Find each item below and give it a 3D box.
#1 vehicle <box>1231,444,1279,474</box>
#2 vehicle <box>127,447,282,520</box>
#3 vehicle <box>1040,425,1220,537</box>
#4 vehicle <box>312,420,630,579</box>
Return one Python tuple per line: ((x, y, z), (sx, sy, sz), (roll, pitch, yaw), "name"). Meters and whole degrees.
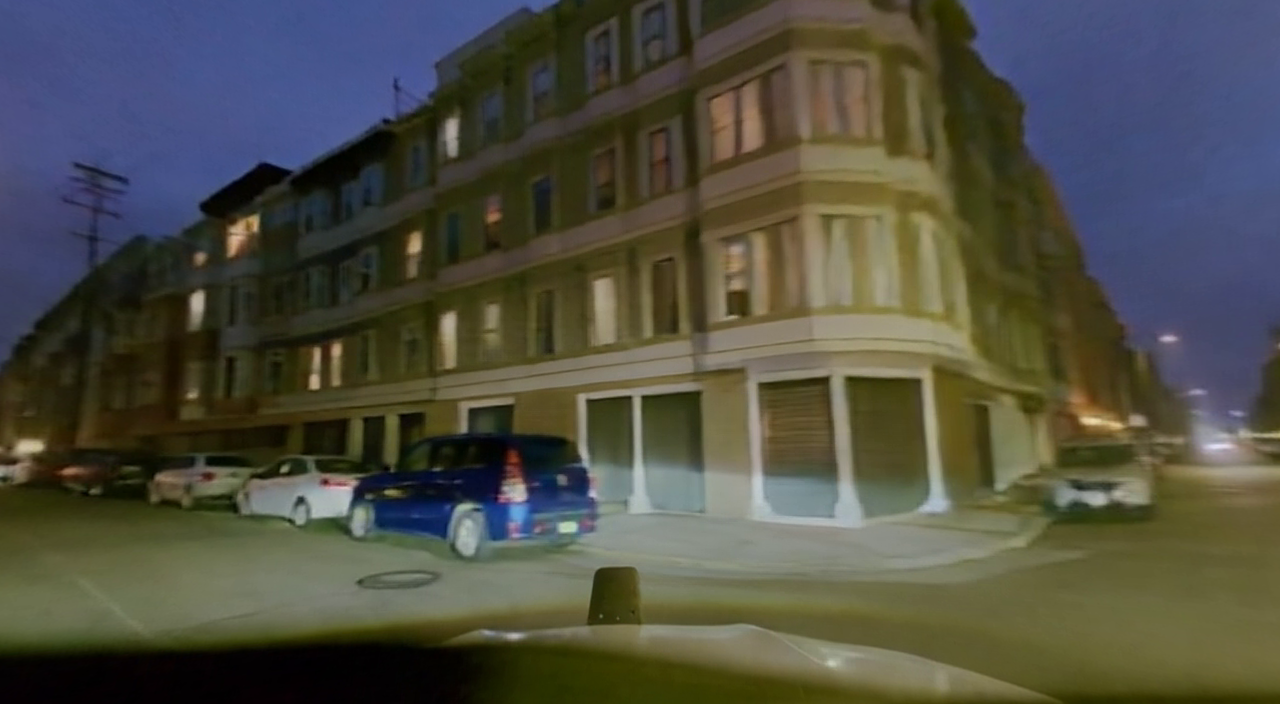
((37.108, 6.346, 37.607), (2.341, 1.675, 4.360), (-8, -11, 40), "vehicle")
((-11.482, 3.327, 16.503), (4.543, 1.595, 1.968), (-7, -10, 38), "vehicle")
((7.948, 1.979, 10.291), (1.882, 1.459, 3.518), (-7, -10, 38), "vehicle")
((-2.560, 1.875, 8.899), (4.679, 1.631, 2.025), (-8, -11, 40), "vehicle")
